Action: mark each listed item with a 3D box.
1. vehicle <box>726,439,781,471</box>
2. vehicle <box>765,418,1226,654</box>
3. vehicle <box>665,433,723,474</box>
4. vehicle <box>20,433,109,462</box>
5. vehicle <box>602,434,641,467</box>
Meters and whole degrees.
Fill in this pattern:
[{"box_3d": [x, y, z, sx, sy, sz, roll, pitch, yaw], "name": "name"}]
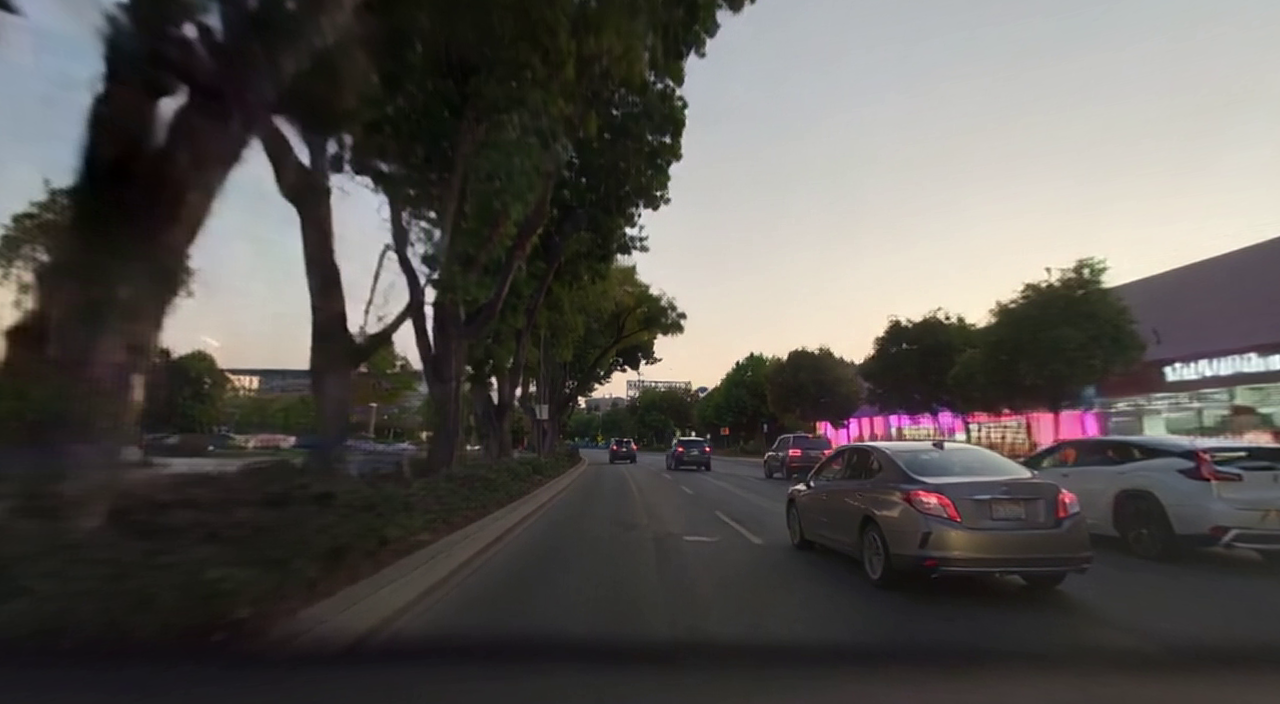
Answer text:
[{"box_3d": [6.137, 5.638, 34.635, 1.954, 1.606, 4.423, 1, -8, -4], "name": "vehicle"}, {"box_3d": [2.659, 1.462, 6.121, 1.883, 1.452, 4.258, 0, -8, -2], "name": "vehicle"}, {"box_3d": [2.410, 4.690, 29.223, 2.000, 1.745, 4.206, 1, -8, -4], "name": "vehicle"}, {"box_3d": [-31.004, 5.171, 34.066, 1.744, 1.433, 3.823, 2, -9, -11], "name": "vehicle"}, {"box_3d": [-1.170, 5.776, 36.889, 2.051, 1.798, 4.168, 1, -8, -5], "name": "vehicle"}]
